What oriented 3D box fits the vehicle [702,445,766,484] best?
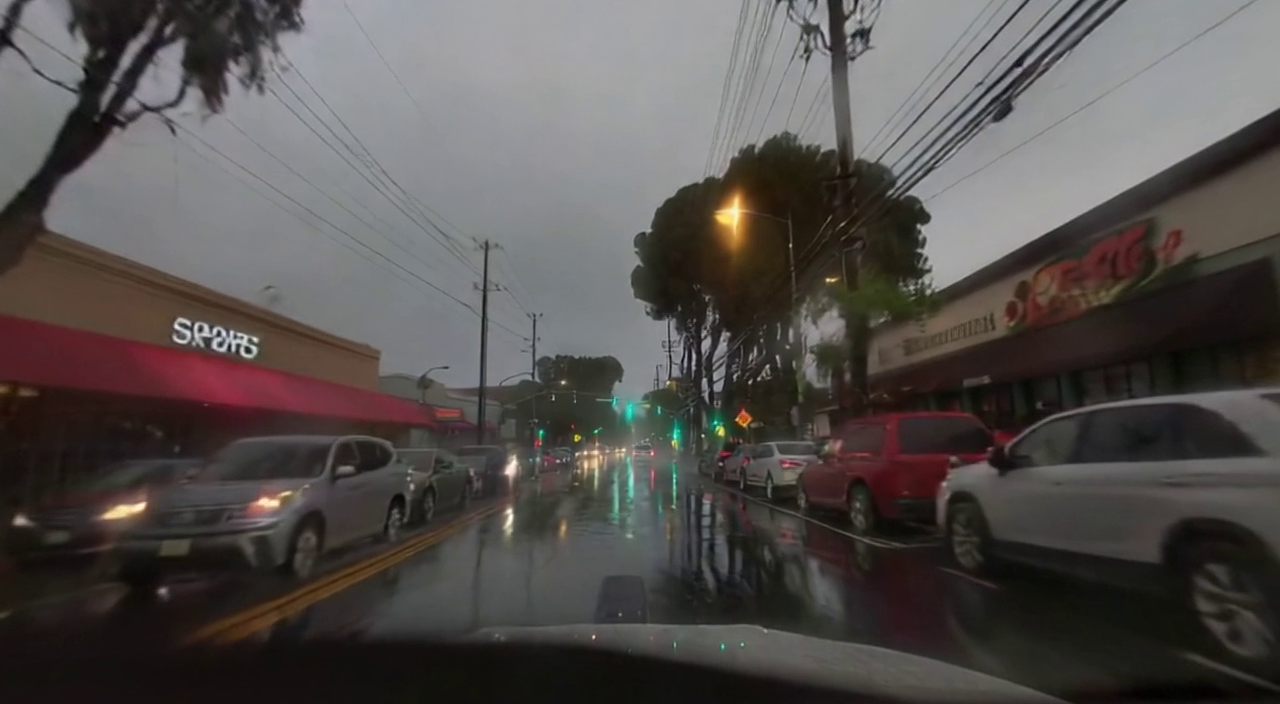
[{"bbox_3d":[4.018,4.856,27.632,1.921,1.440,4.382,-1,-8,-3],"label":"vehicle"}]

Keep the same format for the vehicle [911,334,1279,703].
[{"bbox_3d":[4.575,1.182,5.314,2.243,1.992,5.087,0,-8,-1],"label":"vehicle"}]

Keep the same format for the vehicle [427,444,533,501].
[{"bbox_3d":[-4.650,3.558,19.139,2.053,1.485,4.540,0,-8,0],"label":"vehicle"}]

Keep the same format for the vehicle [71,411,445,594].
[{"bbox_3d":[-4.628,1.879,8.933,2.341,1.825,4.924,0,-8,-2],"label":"vehicle"}]

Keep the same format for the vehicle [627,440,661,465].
[{"bbox_3d":[0.228,7.756,48.946,2.440,1.882,4.611,0,-8,-2],"label":"vehicle"}]

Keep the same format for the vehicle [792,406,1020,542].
[{"bbox_3d":[4.554,2.173,11.943,2.044,1.990,5.035,0,-8,-1],"label":"vehicle"}]
